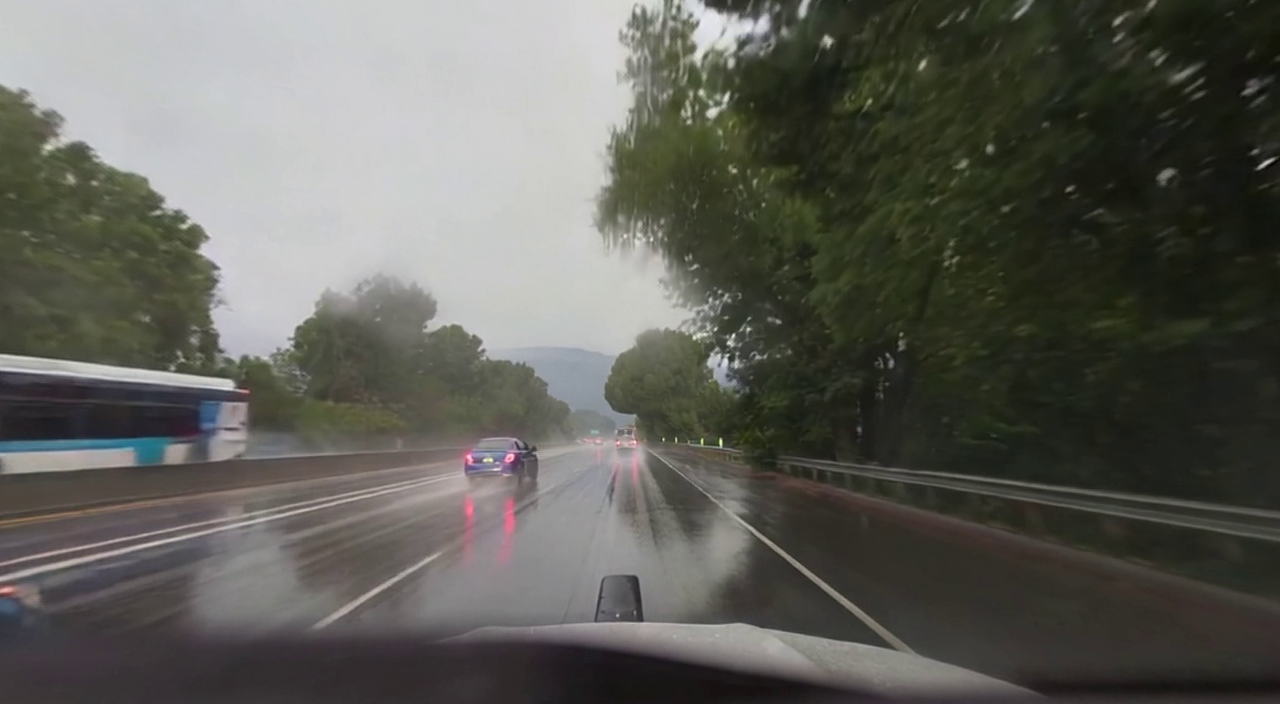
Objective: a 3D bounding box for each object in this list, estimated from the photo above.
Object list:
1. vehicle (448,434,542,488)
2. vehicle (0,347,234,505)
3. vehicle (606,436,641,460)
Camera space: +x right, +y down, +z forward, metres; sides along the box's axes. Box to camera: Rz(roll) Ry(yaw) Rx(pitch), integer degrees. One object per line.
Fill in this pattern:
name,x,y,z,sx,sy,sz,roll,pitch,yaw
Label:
vehicle,-4.245,3.237,19.124,1.907,1.445,4.049,0,-8,0
vehicle,-17.031,2.289,18.844,3.018,3.781,10.320,0,-8,-1
vehicle,-1.035,6.185,40.787,2.162,1.460,4.242,0,-8,-1
